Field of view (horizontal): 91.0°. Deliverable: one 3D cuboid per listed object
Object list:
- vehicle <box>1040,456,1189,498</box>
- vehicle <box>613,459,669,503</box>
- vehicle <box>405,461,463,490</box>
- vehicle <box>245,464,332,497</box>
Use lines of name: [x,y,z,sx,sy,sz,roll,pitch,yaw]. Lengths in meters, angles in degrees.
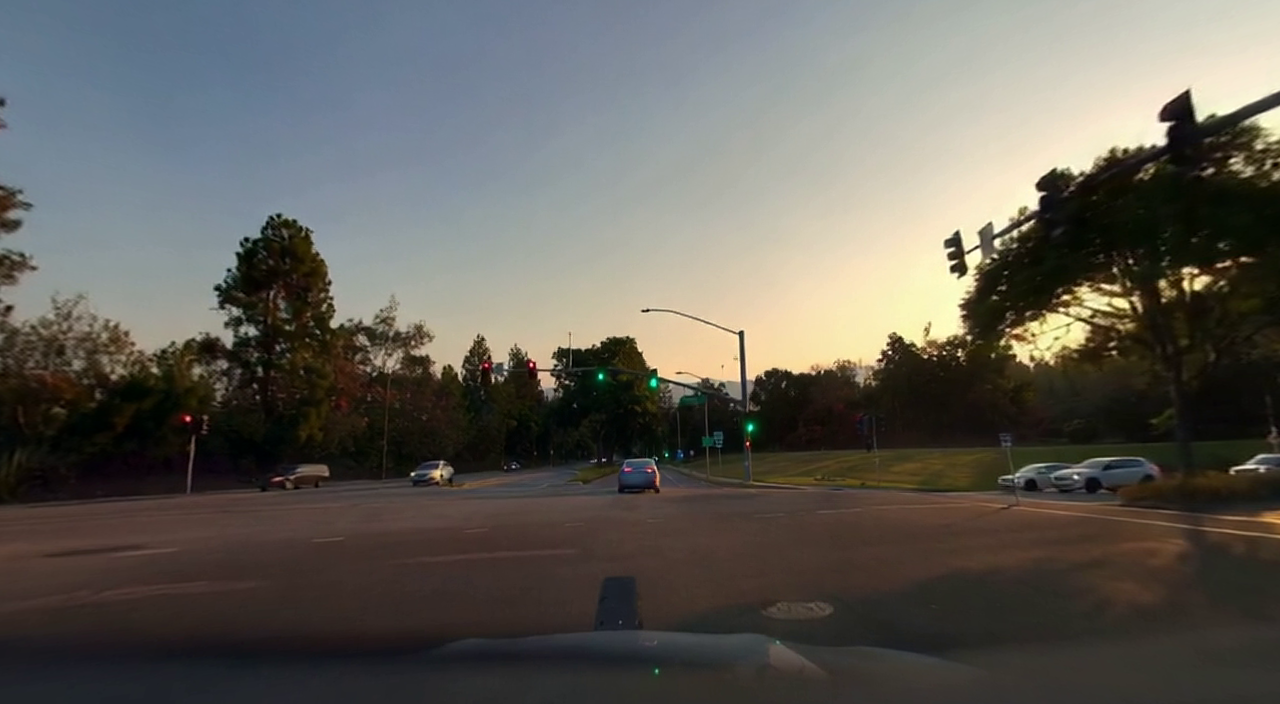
vehicle: [18.470,4.857,24.608,4.441,1.466,1.982,1,-9,-9]
vehicle: [0.054,4.823,23.852,1.954,1.469,3.465,0,-9,1]
vehicle: [-13.311,7.973,40.982,2.024,1.663,4.502,-1,-9,3]
vehicle: [-20.954,7.652,37.756,2.189,1.720,4.653,-1,-9,6]
